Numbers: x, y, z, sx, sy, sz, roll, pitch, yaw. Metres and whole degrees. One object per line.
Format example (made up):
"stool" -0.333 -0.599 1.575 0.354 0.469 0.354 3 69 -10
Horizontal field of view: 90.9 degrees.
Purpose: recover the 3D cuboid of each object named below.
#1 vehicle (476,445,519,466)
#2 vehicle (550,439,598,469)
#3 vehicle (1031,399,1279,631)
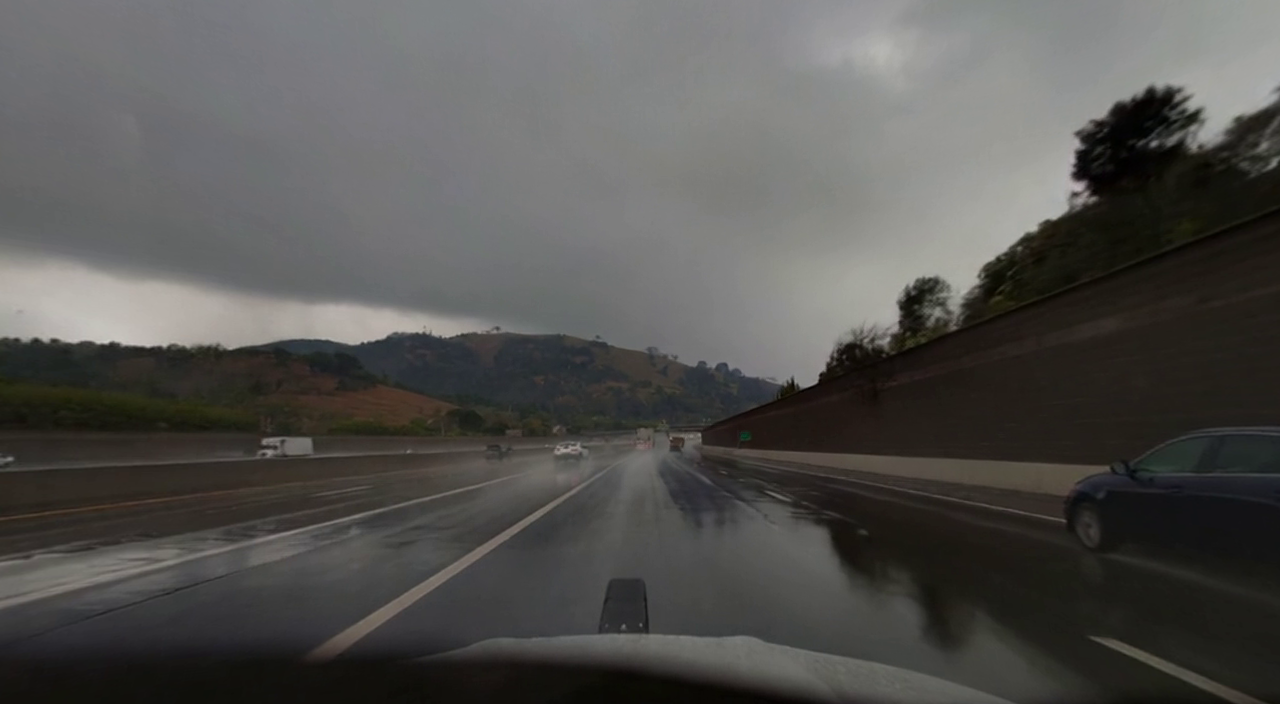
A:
"vehicle" -10.661 7.744 47.480 2.015 1.506 4.386 -1 -8 2
"vehicle" -4.262 6.649 41.523 2.172 1.824 5.031 -1 -8 5
"vehicle" 5.680 1.266 5.206 2.122 1.646 4.491 -1 -8 2
